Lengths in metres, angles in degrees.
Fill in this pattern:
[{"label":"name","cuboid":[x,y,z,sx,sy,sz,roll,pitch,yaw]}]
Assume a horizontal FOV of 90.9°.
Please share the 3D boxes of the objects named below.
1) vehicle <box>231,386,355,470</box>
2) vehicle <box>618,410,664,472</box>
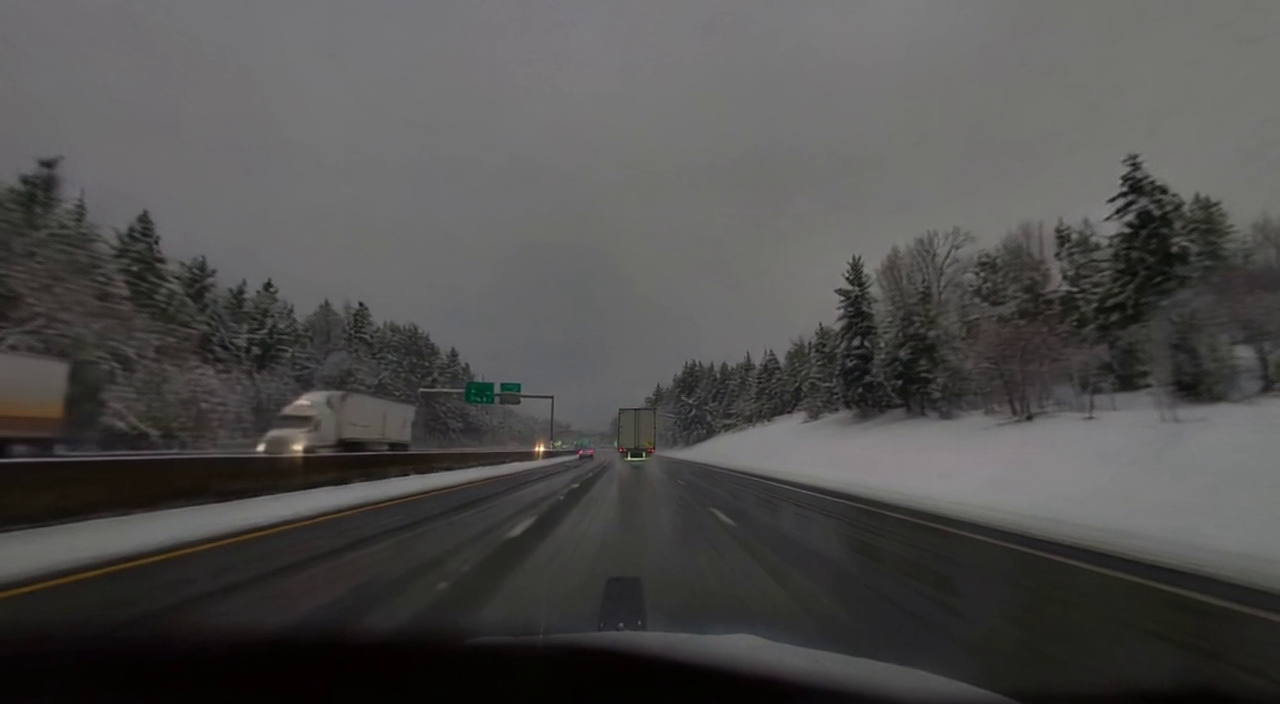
[{"label":"vehicle","cuboid":[-17.483,3.973,32.342,2.981,3.909,5.851,0,-9,-1]},{"label":"vehicle","cuboid":[-0.121,6.593,46.288,2.962,3.953,10.696,0,-9,-2]}]
